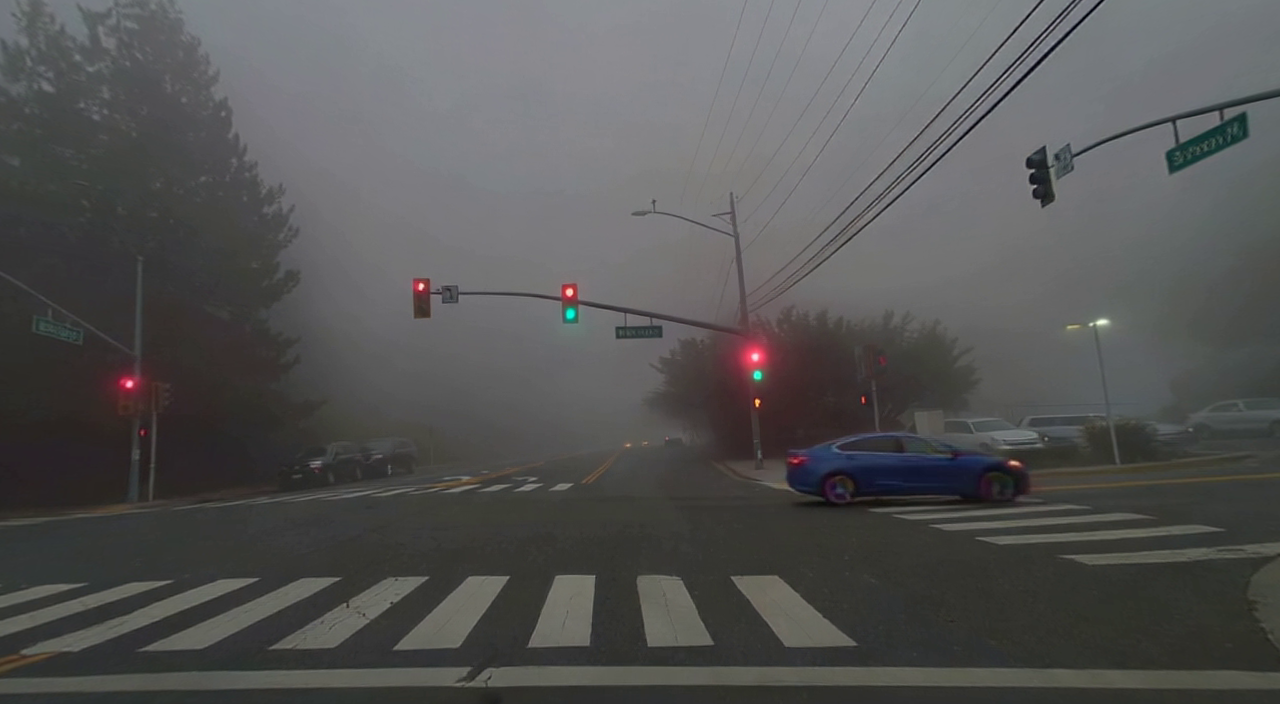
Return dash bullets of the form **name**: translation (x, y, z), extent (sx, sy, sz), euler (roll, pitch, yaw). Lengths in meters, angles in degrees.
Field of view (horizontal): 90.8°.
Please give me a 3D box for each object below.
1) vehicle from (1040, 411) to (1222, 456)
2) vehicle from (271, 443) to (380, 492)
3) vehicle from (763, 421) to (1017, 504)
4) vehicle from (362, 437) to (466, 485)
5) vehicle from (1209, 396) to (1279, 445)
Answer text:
- **vehicle**: translation (16.943, 2.903, 22.114), extent (4.560, 1.453, 1.851), euler (-3, -9, 18)
- **vehicle**: translation (-13.770, 5.062, 28.073), extent (2.306, 1.957, 4.968), euler (0, -9, -1)
- **vehicle**: translation (5.156, 2.276, 13.288), extent (4.592, 1.470, 2.071), euler (-5, -10, 28)
- **vehicle**: translation (-10.142, 4.931, 28.999), extent (2.664, 1.940, 5.702), euler (0, -9, 0)
- **vehicle**: translation (25.862, 2.977, 26.644), extent (2.098, 1.857, 4.861), euler (-6, -11, 35)
